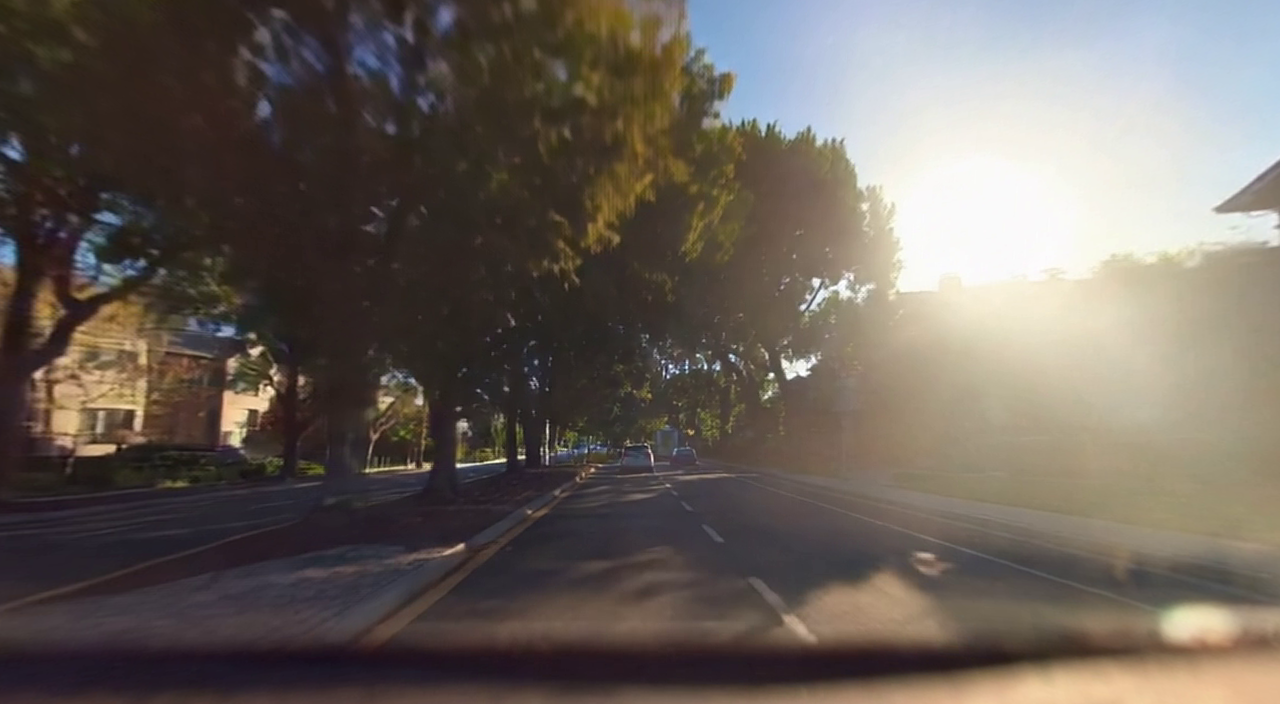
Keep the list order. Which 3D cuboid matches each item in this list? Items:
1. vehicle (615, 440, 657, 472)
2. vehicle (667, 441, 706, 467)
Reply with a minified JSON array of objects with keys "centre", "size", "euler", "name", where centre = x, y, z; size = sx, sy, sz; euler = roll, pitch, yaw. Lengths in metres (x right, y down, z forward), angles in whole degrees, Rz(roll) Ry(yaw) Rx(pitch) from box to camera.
[{"centre":[-0.174,5.239,32.091],"size":[2.018,1.511,3.993],"euler":[0,-8,1],"name":"vehicle"},{"centre":[2.886,6.455,40.243],"size":[2.057,1.496,4.401],"euler":[0,-8,-1],"name":"vehicle"}]
